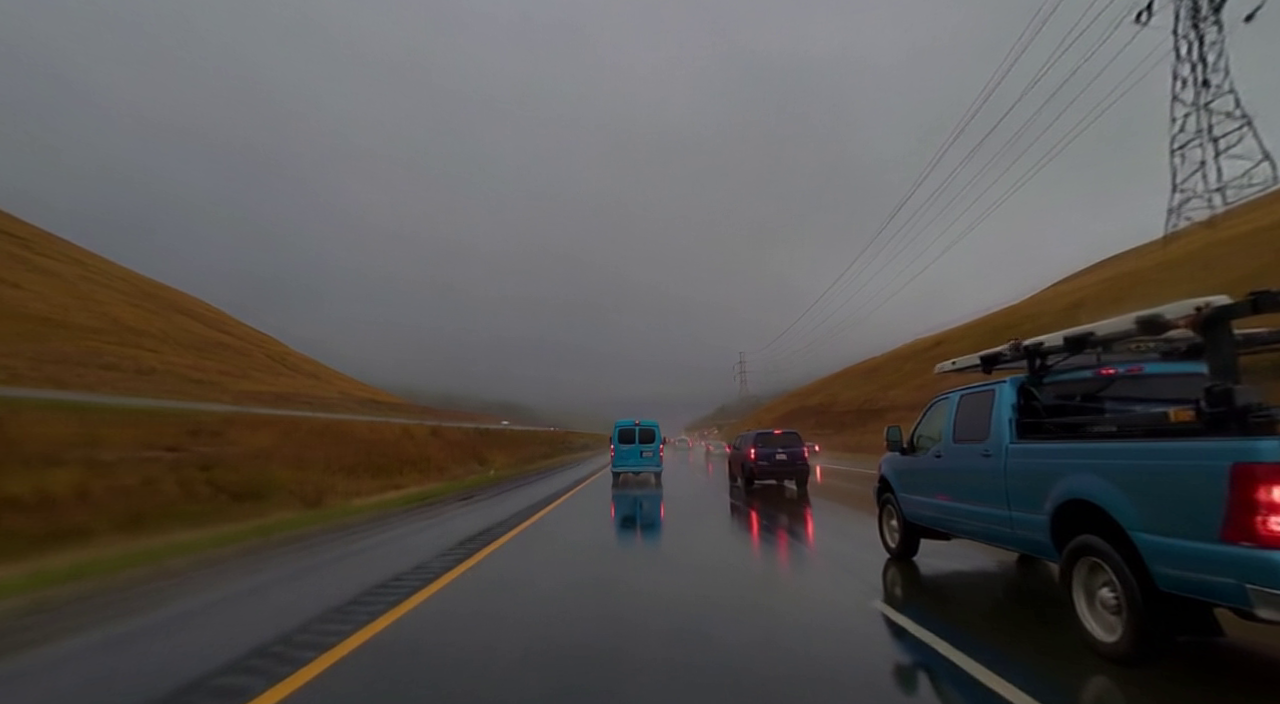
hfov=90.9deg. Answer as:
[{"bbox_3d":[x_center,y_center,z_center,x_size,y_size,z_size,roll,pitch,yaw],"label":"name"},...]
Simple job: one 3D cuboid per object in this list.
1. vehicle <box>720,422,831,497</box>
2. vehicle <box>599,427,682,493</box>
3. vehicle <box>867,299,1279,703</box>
[{"bbox_3d":[3.610,2.972,17.752,2.139,1.821,4.480,0,-8,0],"label":"vehicle"},{"bbox_3d":[0.052,3.273,19.484,2.268,1.772,4.523,0,-8,1],"label":"vehicle"},{"bbox_3d":[3.903,0.976,4.098,2.691,1.901,5.744,0,-8,0],"label":"vehicle"}]
